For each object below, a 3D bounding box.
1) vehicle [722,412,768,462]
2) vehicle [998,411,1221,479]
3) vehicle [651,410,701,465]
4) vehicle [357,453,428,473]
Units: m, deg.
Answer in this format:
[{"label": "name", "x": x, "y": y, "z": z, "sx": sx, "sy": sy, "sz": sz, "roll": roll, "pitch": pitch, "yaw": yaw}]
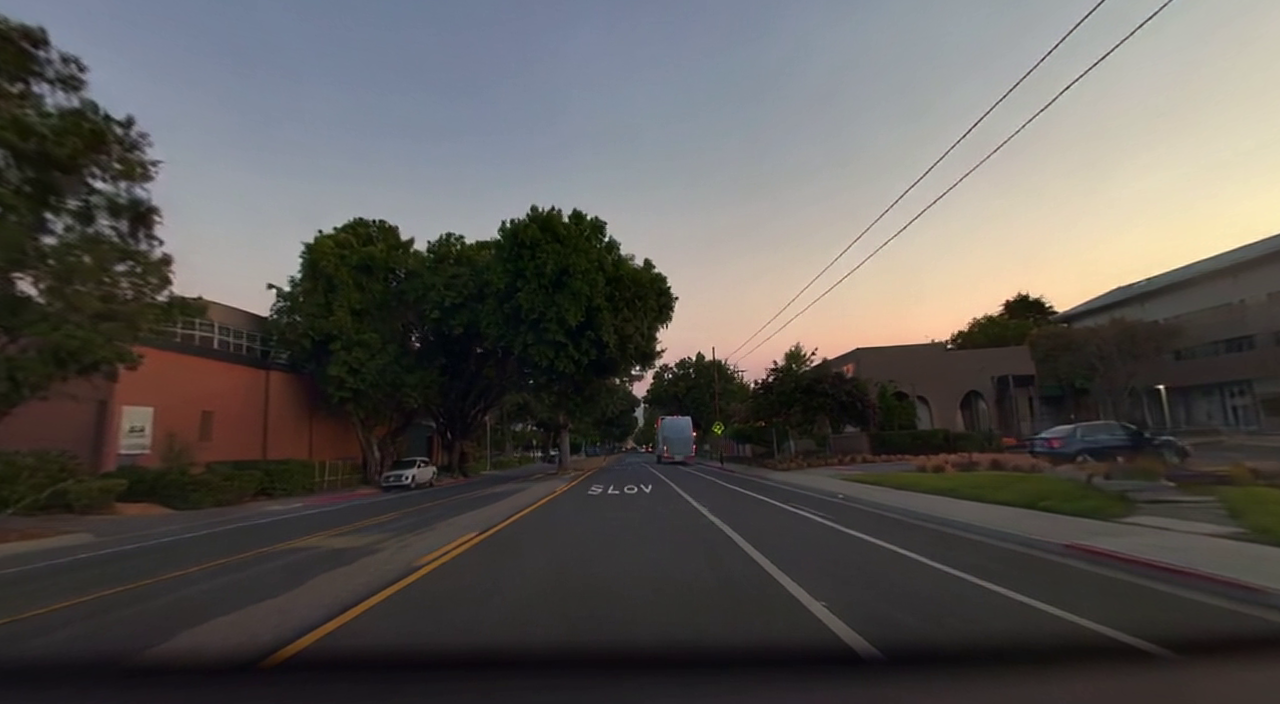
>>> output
[{"label": "vehicle", "x": 7.589, "y": 6.141, "z": 45.139, "sx": 2.714, "sy": 3.227, "sz": 7.170, "roll": -2, "pitch": -9, "yaw": 13}, {"label": "vehicle", "x": 12.586, "y": 2.575, "z": 17.412, "sx": 4.554, "sy": 1.668, "sz": 1.974, "roll": -5, "pitch": -10, "yaw": 27}, {"label": "vehicle", "x": 2.602, "y": 6.833, "z": 49.511, "sx": 3.074, "sy": 3.703, "sz": 11.122, "roll": 2, "pitch": -9, "yaw": -1}, {"label": "vehicle", "x": -19.456, "y": 8.725, "z": 49.743, "sx": 4.804, "sy": 1.527, "sz": 1.887, "roll": 0, "pitch": -9, "yaw": 0}]
